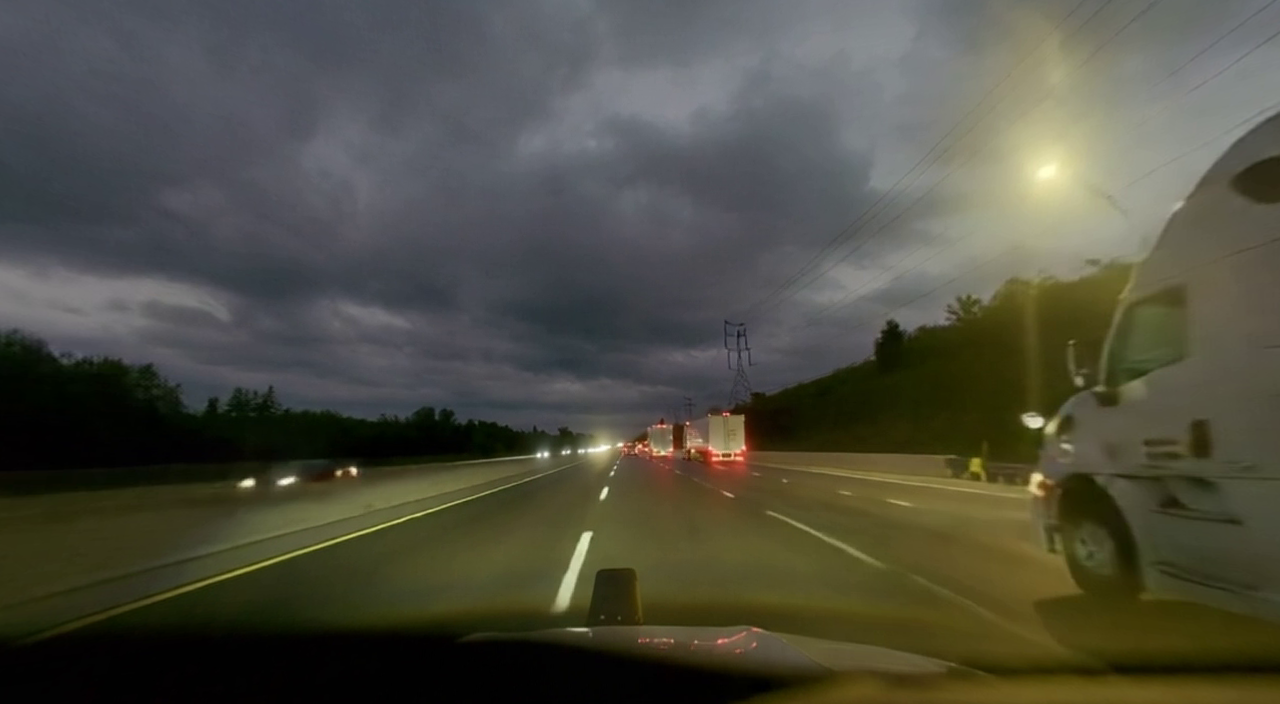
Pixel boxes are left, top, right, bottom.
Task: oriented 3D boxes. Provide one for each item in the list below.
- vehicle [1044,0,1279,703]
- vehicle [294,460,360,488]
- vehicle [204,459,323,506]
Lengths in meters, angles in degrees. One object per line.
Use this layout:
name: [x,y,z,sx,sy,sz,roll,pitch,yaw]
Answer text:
vehicle: [4.780,-0.360,1.784,3.000,3.855,5.964,0,-9,-1]
vehicle: [-19.117,7.455,38.602,1.834,1.472,4.486,0,-9,-2]
vehicle: [-14.409,4.983,24.408,1.957,1.533,4.483,0,-9,-2]
